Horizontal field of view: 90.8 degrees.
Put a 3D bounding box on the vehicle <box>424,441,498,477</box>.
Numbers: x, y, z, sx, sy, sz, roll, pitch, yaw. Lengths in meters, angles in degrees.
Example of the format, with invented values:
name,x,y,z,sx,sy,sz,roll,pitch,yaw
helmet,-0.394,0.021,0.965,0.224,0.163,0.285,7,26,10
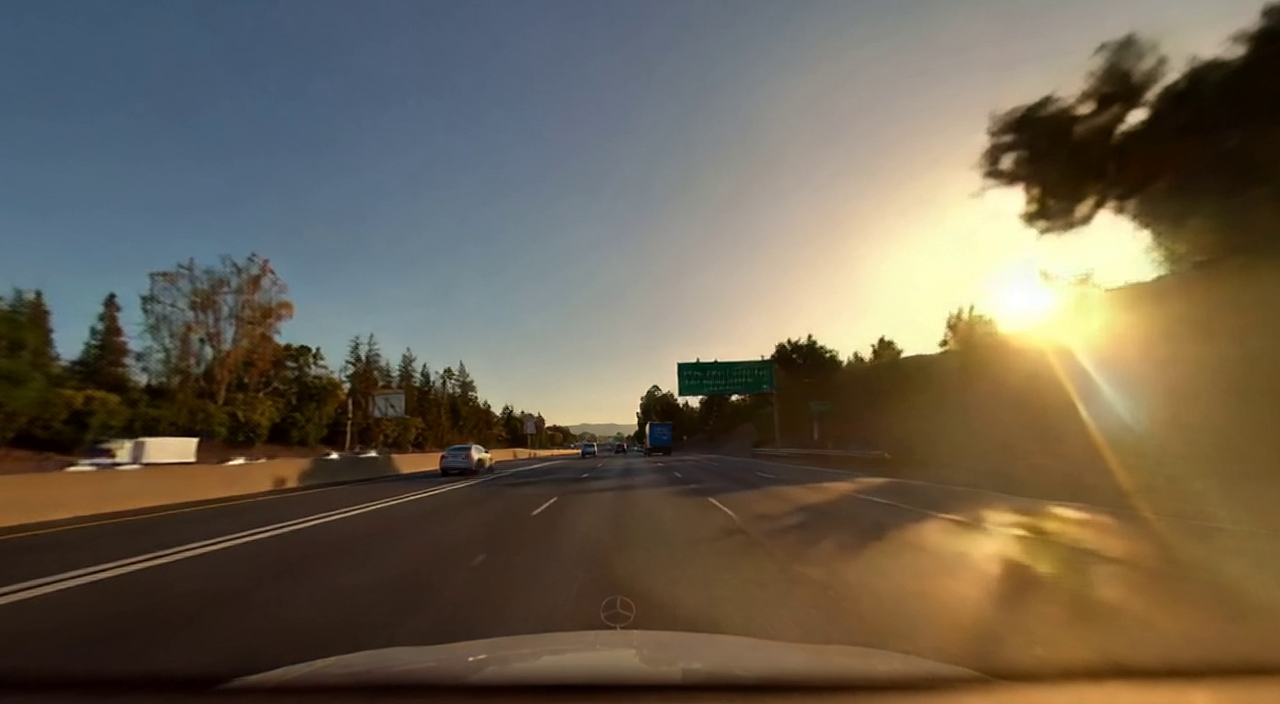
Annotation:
name,x,y,z,sx,sy,sz,roll,pitch,yaw
vehicle,-7.901,4.758,28.346,2.033,1.494,4.508,0,-9,0
